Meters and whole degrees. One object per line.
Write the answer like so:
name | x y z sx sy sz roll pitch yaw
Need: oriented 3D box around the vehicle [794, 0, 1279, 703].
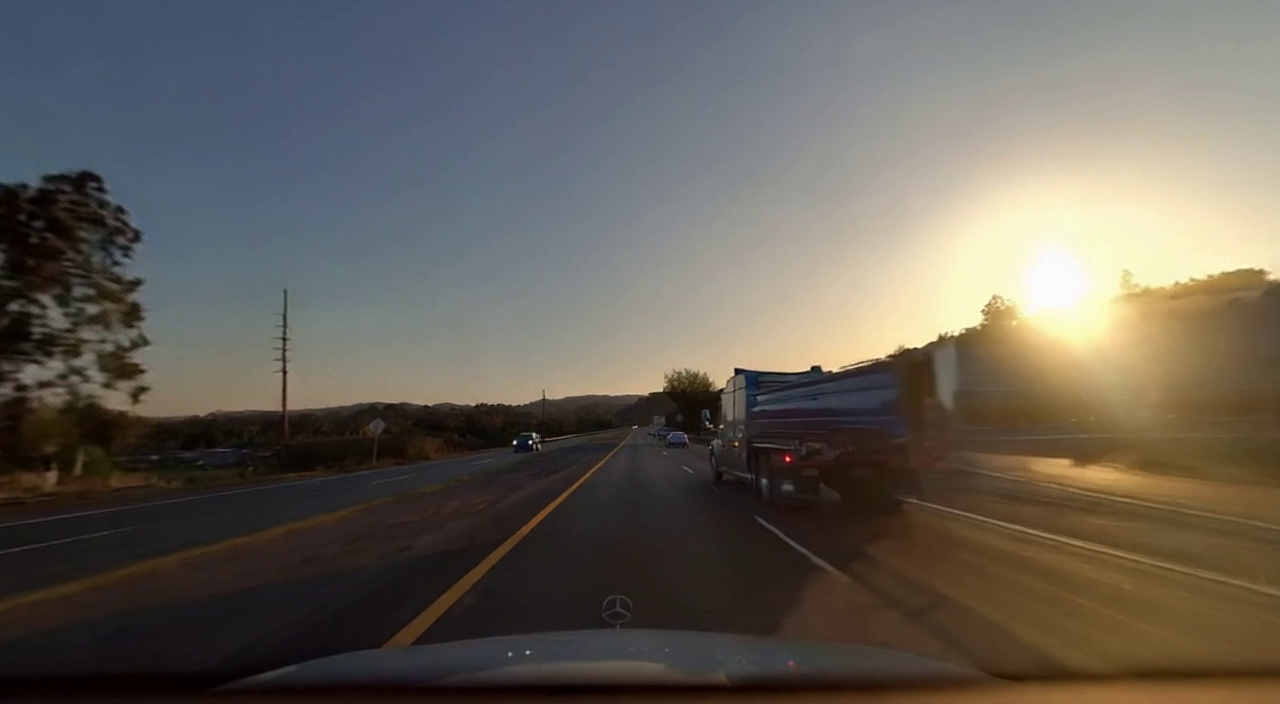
vehicle | 3.676 -0.044 4.469 2.949 3.877 8.528 0 -8 0
